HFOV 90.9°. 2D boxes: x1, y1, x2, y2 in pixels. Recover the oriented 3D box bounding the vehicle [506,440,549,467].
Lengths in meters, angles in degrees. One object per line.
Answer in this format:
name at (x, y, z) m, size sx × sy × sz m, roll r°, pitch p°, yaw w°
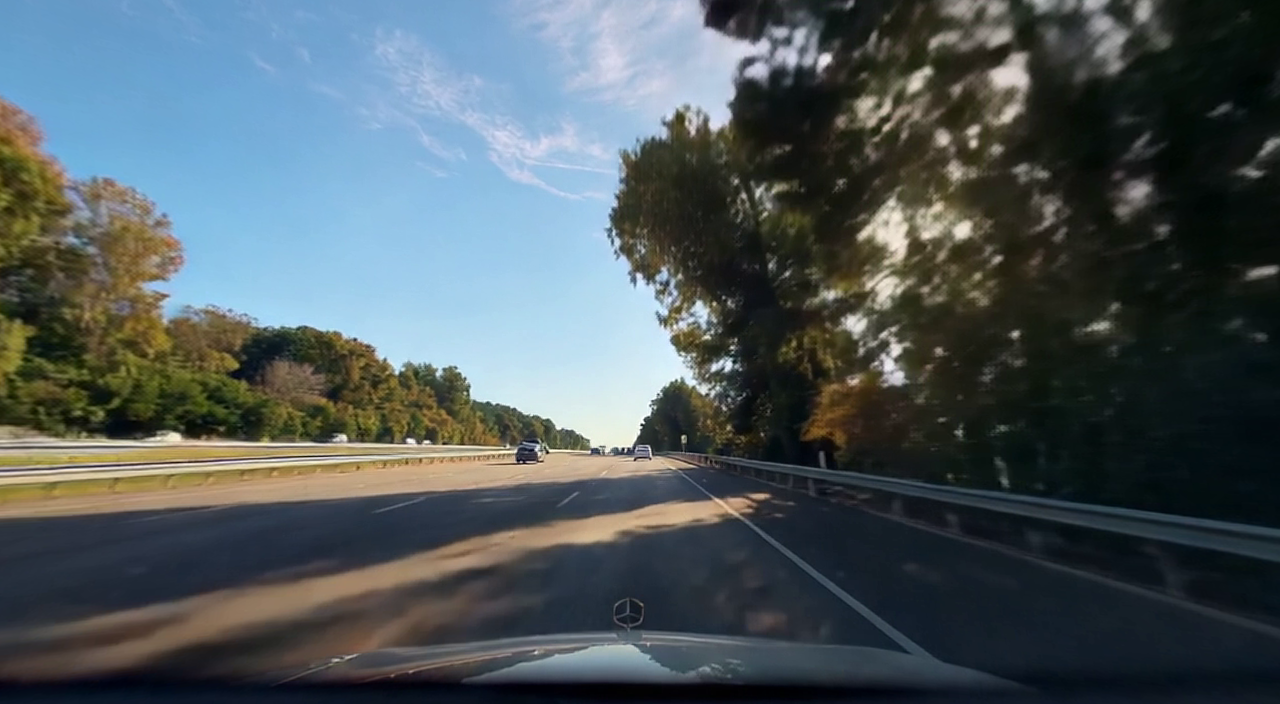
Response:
vehicle at (-7.190, 6.523, 40.647) m, size 1.972 × 1.603 × 3.891 m, roll 0°, pitch -8°, yaw 1°
